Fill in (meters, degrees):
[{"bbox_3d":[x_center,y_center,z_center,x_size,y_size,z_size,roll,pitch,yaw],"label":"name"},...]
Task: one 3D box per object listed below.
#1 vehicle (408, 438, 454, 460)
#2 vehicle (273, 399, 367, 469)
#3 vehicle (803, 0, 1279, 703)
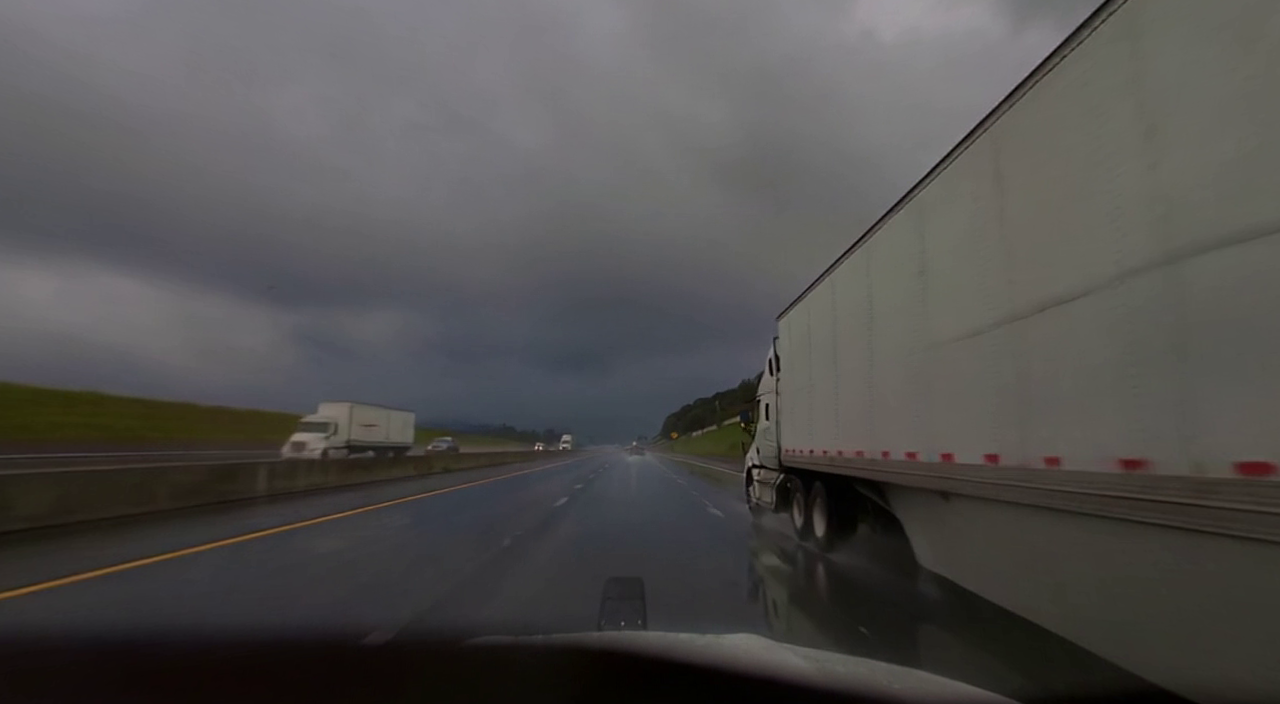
[{"bbox_3d":[-15.868,7.409,48.065,2.004,1.551,4.601,0,-9,-1],"label":"vehicle"},{"bbox_3d":[-19.848,5.154,39.435,3.347,4.086,4.464,0,-9,-1],"label":"vehicle"},{"bbox_3d":[3.848,0.040,3.112,2.876,3.586,11.726,0,-9,0],"label":"vehicle"}]
